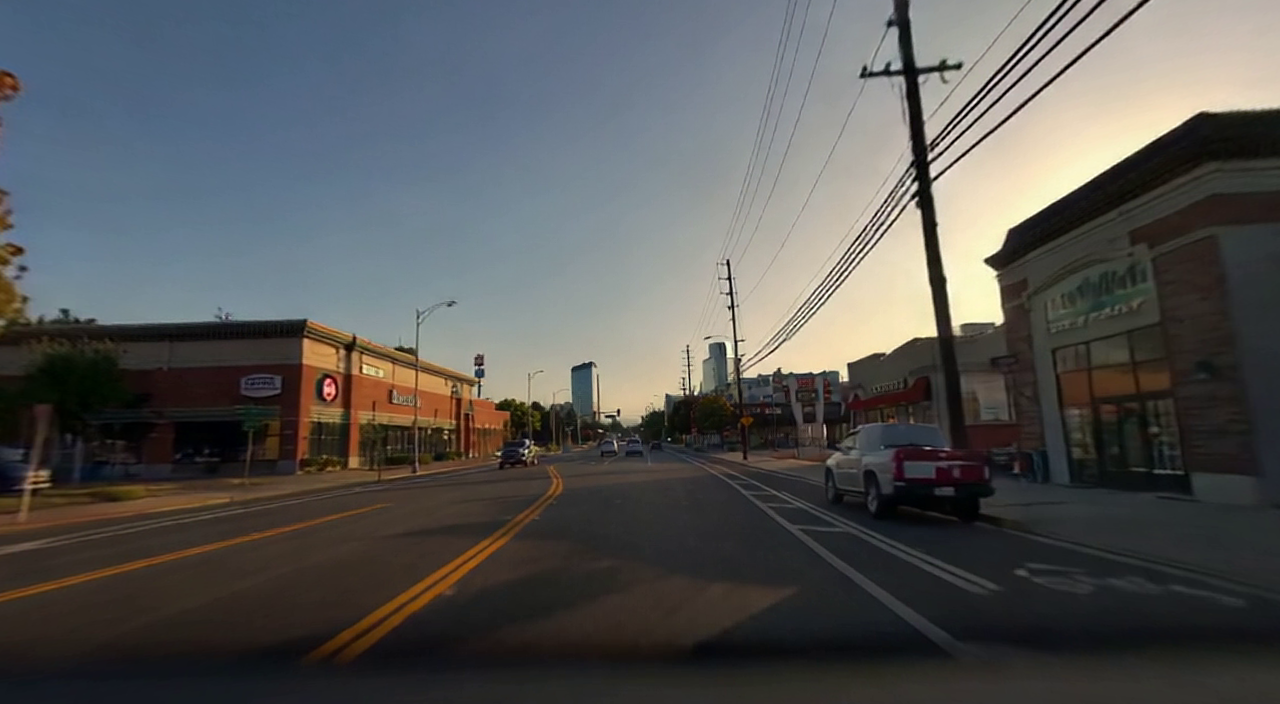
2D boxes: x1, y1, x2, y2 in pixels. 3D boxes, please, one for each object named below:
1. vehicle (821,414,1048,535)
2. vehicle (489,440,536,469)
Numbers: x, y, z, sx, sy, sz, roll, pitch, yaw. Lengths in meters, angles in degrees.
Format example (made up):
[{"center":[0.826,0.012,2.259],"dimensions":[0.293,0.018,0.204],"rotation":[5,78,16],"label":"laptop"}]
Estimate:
[{"center":[5.235,2.239,12.155],"dimensions":[2.182,1.850,4.705],"rotation":[0,-8,2],"label":"vehicle"},{"center":[-7.928,6.435,39.625],"dimensions":[1.973,1.704,4.476],"rotation":[0,-8,1],"label":"vehicle"}]
